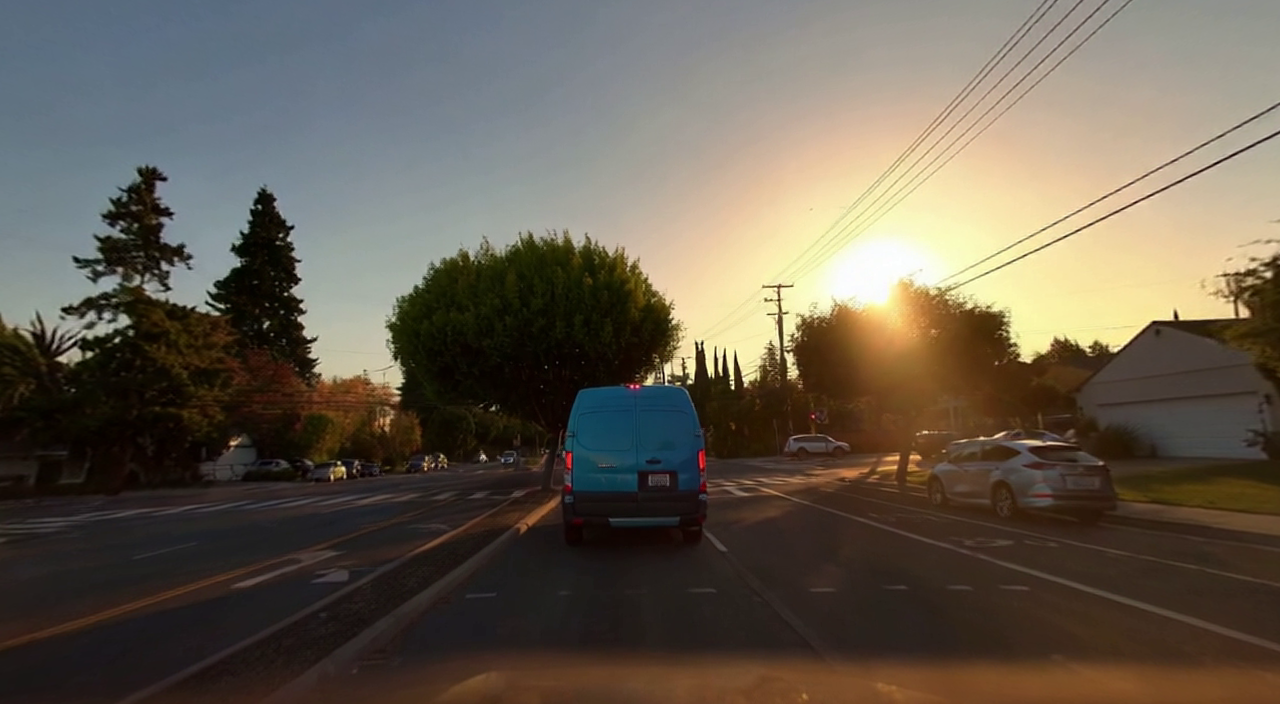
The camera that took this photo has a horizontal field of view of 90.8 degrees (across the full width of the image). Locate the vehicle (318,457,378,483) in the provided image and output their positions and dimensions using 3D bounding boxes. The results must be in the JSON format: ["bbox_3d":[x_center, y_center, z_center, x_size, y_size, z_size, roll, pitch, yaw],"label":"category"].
[{"bbox_3d":[-18.342,7.433,39.903,1.816,1.445,4.120,0,-9,1],"label":"vehicle"}]

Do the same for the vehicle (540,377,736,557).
[{"bbox_3d":[-0.166,1.734,10.079,2.342,2.142,4.809,0,-9,-4],"label":"vehicle"}]

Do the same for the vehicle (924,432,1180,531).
[{"bbox_3d":[7.358,2.327,11.953,1.883,1.504,4.220,0,-9,-2],"label":"vehicle"}]

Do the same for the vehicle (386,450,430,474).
[{"bbox_3d":[-17.919,8.477,48.960,1.841,1.769,4.105,0,-9,0],"label":"vehicle"}]

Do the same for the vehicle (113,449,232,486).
[{"bbox_3d":[-26.855,6.624,36.449,5.026,2.017,2.215,0,-9,-1],"label":"vehicle"}]

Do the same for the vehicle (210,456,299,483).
[{"bbox_3d":[-27.295,8.344,44.851,4.972,1.776,2.057,0,-9,-1],"label":"vehicle"}]

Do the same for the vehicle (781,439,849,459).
[{"bbox_3d":[12.996,7.221,47.010,4.483,1.463,1.805,0,-9,0],"label":"vehicle"}]
